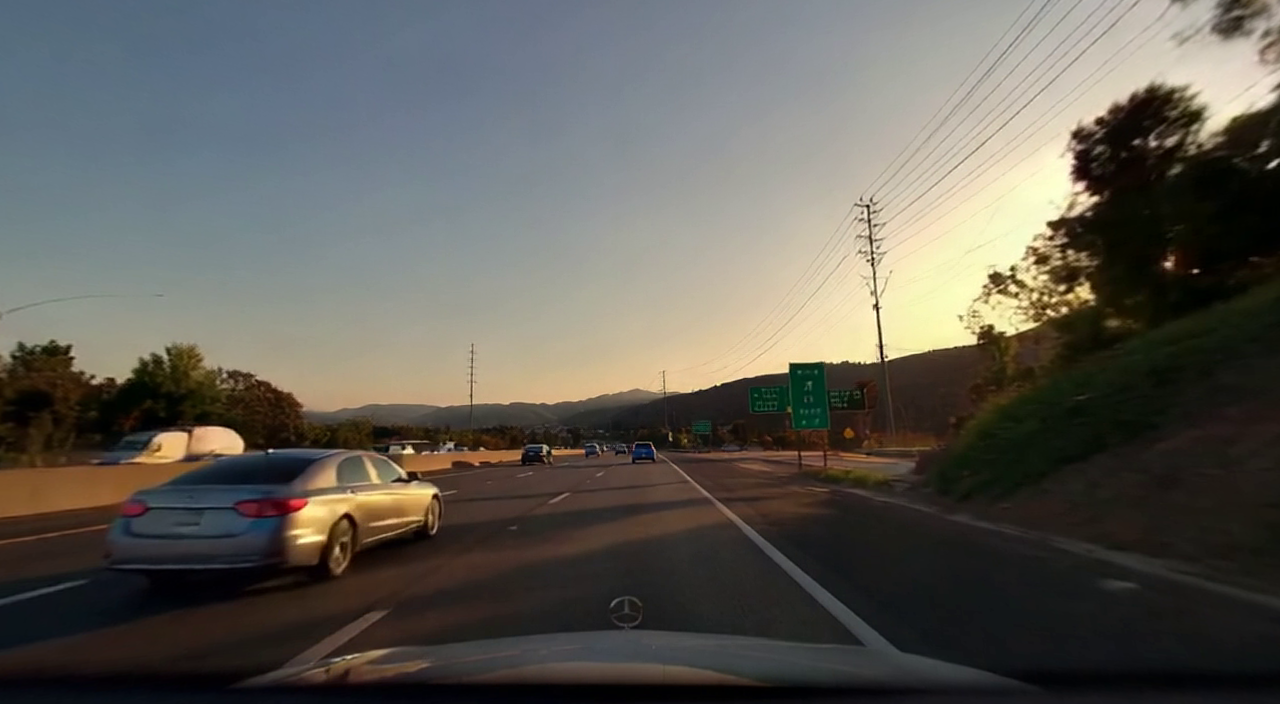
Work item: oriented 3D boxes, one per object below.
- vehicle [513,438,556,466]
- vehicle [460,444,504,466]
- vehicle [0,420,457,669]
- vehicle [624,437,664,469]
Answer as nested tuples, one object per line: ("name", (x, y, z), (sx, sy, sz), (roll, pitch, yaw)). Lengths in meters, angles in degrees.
("vehicle", (-7.182, 6.891, 43.532), (2.091, 1.775, 4.601), (0, -8, 1))
("vehicle", (-11.121, 7.254, 44.666), (1.938, 1.480, 4.329), (0, -8, 1))
("vehicle", (-3.572, 1.553, 6.373), (1.967, 1.517, 4.808), (0, -8, 1))
("vehicle", (0.200, 5.900, 36.904), (2.194, 1.737, 4.127), (0, -8, -1))
